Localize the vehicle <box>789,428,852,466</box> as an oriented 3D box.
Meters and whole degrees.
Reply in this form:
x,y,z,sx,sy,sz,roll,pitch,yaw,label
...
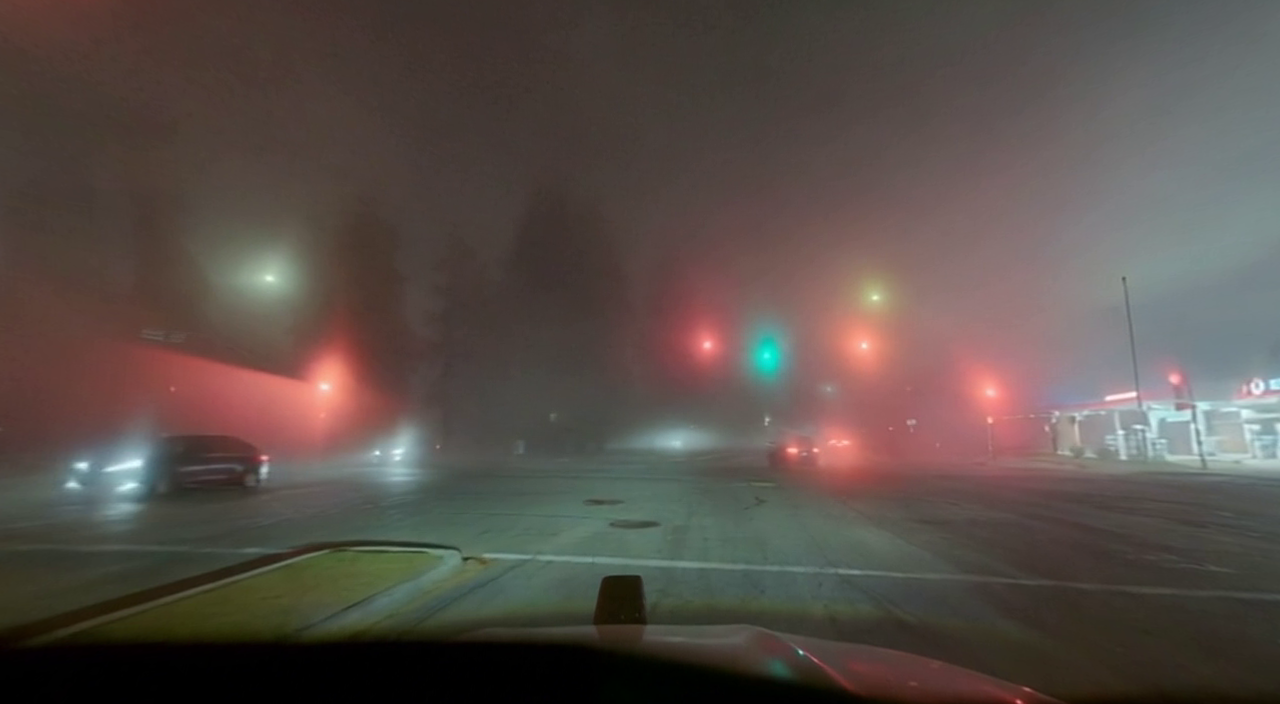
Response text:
x,y,z,sx,sy,sz,roll,pitch,yaw,label
8.706,4.653,30.670,2.090,1.717,4.063,0,-8,4,vehicle

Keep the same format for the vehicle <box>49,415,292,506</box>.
x,y,z,sx,sy,sz,roll,pitch,yaw,label
-10.993,2.581,15.276,2.112,1.853,4.516,-1,-9,5,vehicle

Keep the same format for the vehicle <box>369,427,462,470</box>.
x,y,z,sx,sy,sz,roll,pitch,yaw,label
-10.072,4.392,28.587,2.090,1.779,4.697,-1,-9,6,vehicle
